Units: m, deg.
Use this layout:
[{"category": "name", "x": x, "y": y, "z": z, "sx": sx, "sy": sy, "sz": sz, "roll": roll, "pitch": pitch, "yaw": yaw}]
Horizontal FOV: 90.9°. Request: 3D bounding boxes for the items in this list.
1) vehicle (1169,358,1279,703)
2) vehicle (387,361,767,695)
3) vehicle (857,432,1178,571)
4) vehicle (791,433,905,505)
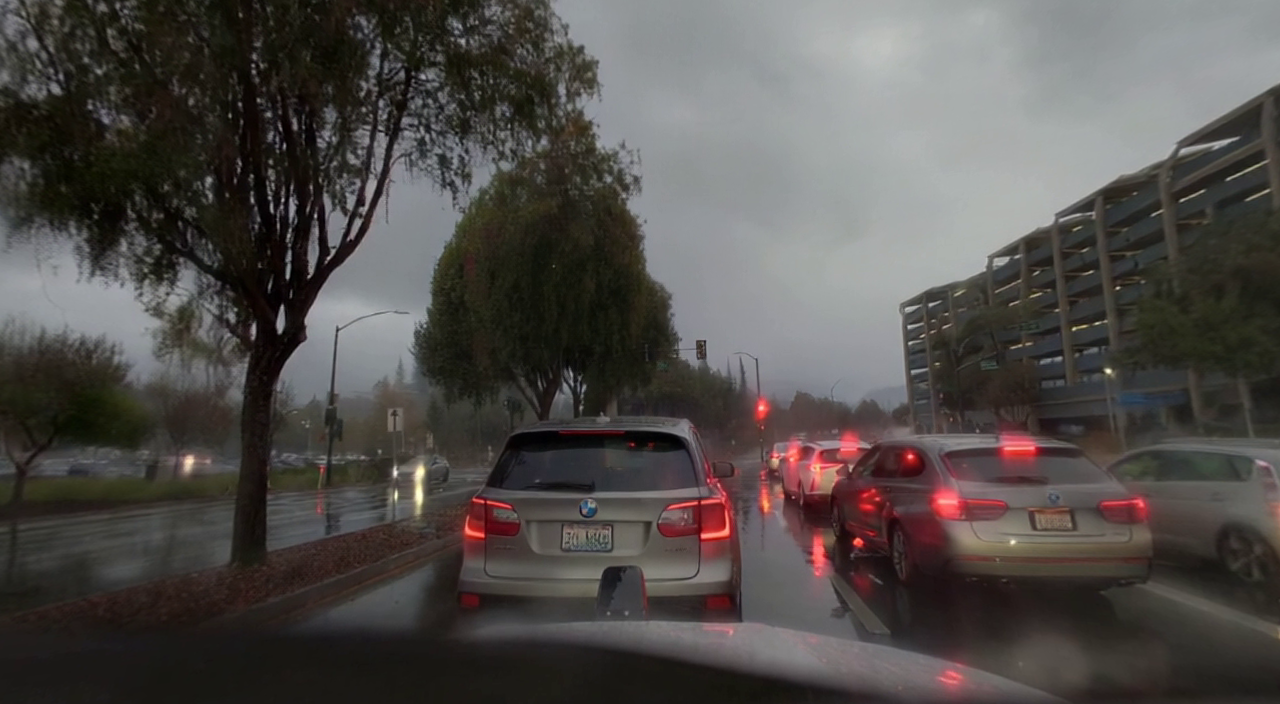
[{"category": "vehicle", "x": 4.059, "y": 0.606, "z": 1.113, "sx": 1.993, "sy": 1.719, "sz": 4.953, "roll": 0, "pitch": -8, "yaw": 1}, {"category": "vehicle", "x": -0.210, "y": 1.237, "z": 5.564, "sx": 2.021, "sy": 1.742, "sz": 4.295, "roll": -1, "pitch": -8, "yaw": 4}, {"category": "vehicle", "x": 4.884, "y": 1.963, "z": 9.166, "sx": 1.963, "sy": 1.480, "sz": 4.553, "roll": 0, "pitch": -8, "yaw": 2}, {"category": "vehicle", "x": 5.327, "y": 3.033, "z": 16.739, "sx": 1.994, "sy": 1.638, "sz": 4.100, "roll": -1, "pitch": -9, "yaw": 6}]
